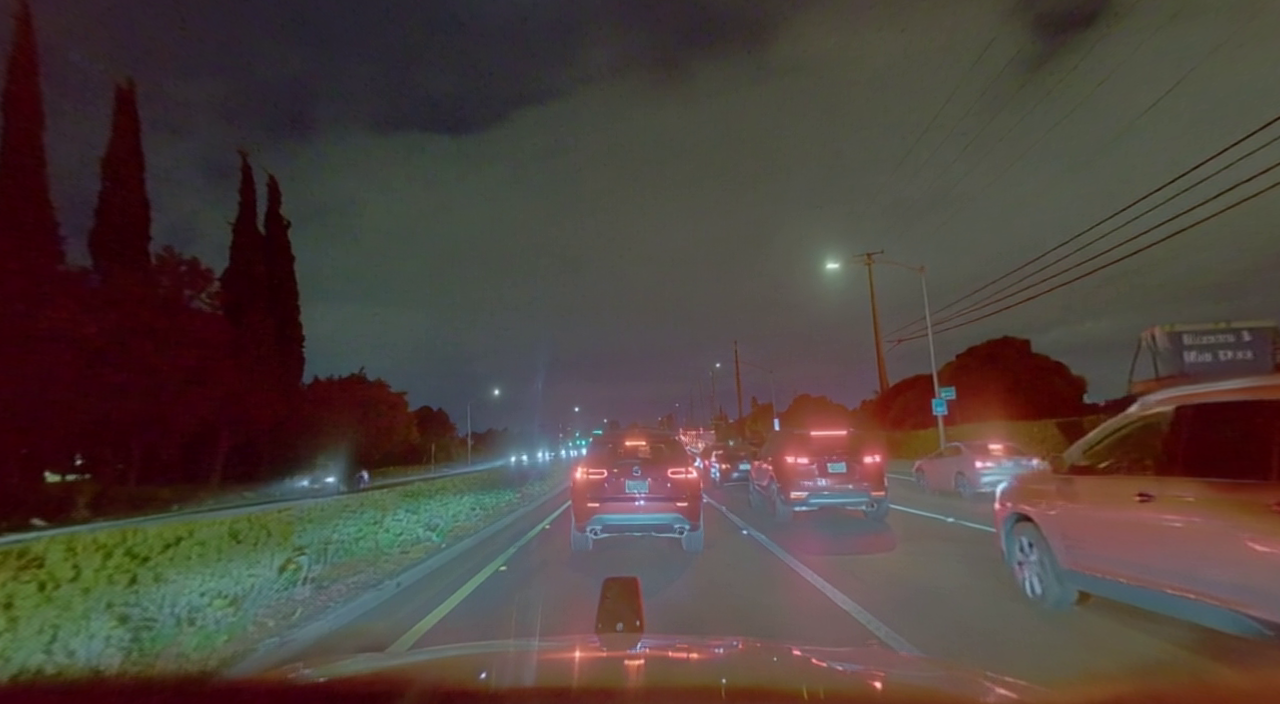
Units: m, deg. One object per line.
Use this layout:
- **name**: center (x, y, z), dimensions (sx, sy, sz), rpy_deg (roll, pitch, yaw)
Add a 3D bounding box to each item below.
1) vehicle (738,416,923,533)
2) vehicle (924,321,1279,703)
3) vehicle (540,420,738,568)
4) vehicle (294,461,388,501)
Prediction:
- **vehicle**: center (3.346, 2.261, 12.281), dimensions (2.097, 1.818, 4.625), rpy_deg (0, -8, -1)
- **vehicle**: center (3.528, 0.875, 3.390), dimensions (2.001, 1.707, 4.250), rpy_deg (0, -8, 0)
- **vehicle**: center (-0.041, 1.905, 9.255), dimensions (2.199, 1.641, 4.232), rpy_deg (0, -8, -1)
- **vehicle**: center (-13.299, 5.725, 28.453), dimensions (1.960, 1.491, 4.700), rpy_deg (0, -8, -1)
